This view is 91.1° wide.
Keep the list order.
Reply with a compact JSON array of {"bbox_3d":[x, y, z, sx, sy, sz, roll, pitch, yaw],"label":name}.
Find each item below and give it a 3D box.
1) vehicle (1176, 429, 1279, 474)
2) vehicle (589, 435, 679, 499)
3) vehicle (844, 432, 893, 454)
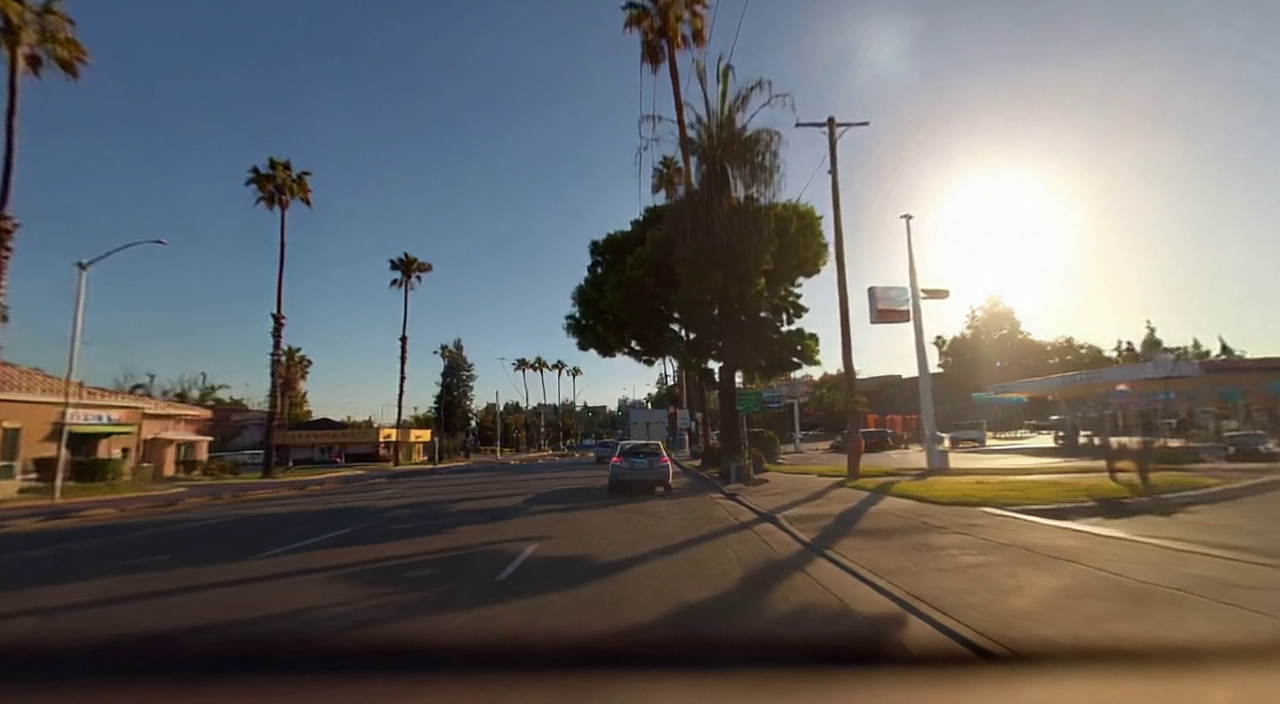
[{"bbox_3d":[22.430,3.609,22.773,1.876,1.482,4.633,0,-9,1],"label":"vehicle"},{"bbox_3d":[-0.130,3.078,17.207,2.145,1.483,4.453,0,-9,0],"label":"vehicle"},{"bbox_3d":[17.439,6.973,48.056,2.009,1.630,4.436,0,-9,-1],"label":"vehicle"}]
